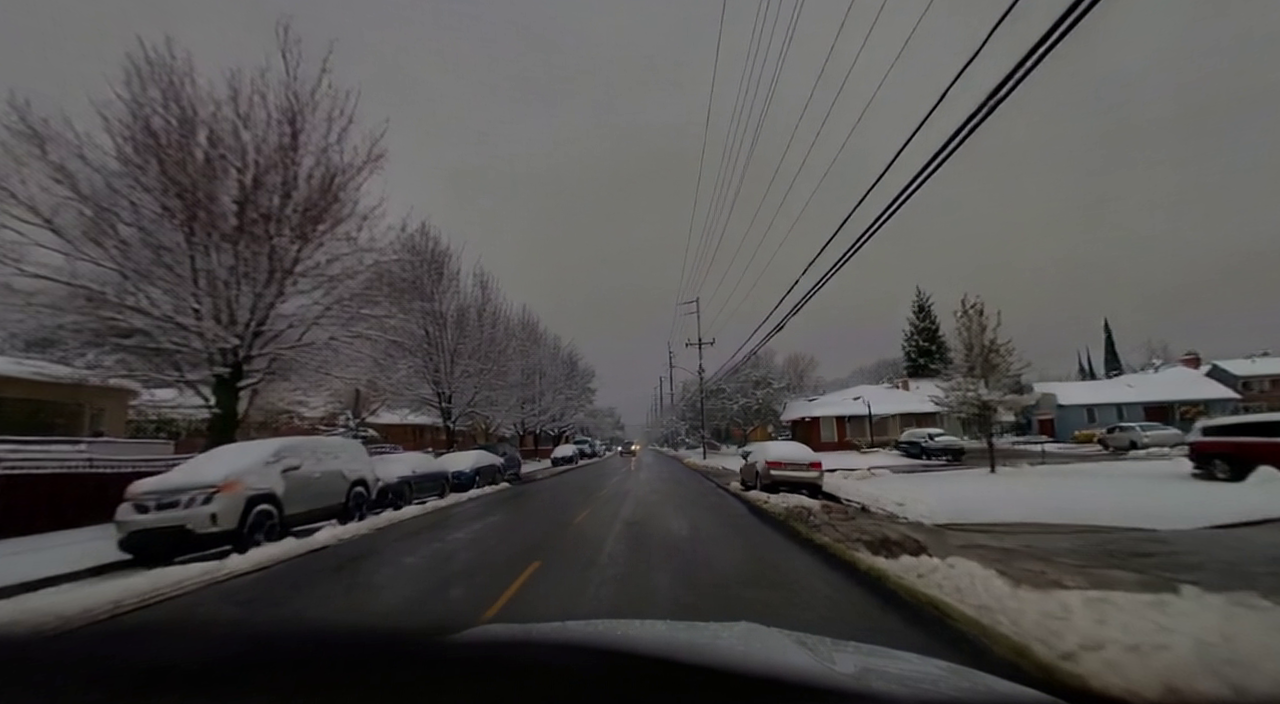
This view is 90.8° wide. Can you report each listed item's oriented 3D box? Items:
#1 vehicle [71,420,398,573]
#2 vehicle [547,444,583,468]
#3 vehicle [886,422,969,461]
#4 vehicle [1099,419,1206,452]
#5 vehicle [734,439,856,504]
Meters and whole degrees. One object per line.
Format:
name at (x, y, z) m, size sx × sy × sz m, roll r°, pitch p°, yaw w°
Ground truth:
vehicle at (-6.171, 2.230, 10.663) m, size 2.192 × 1.873 × 4.985 m, roll -2°, pitch -9°, yaw 0°
vehicle at (-5.543, 7.769, 47.280) m, size 2.055 × 1.666 × 4.168 m, roll -2°, pitch -9°, yaw 2°
vehicle at (13.764, 4.373, 30.611) m, size 2.039 × 1.712 × 4.766 m, roll -1°, pitch -9°, yaw 4°
vehicle at (24.614, 4.077, 30.604) m, size 1.796 × 1.471 × 4.679 m, roll -1°, pitch -9°, yaw 8°
vehicle at (3.991, 3.159, 17.227) m, size 2.108 × 1.493 × 4.878 m, roll 0°, pitch -9°, yaw 0°
